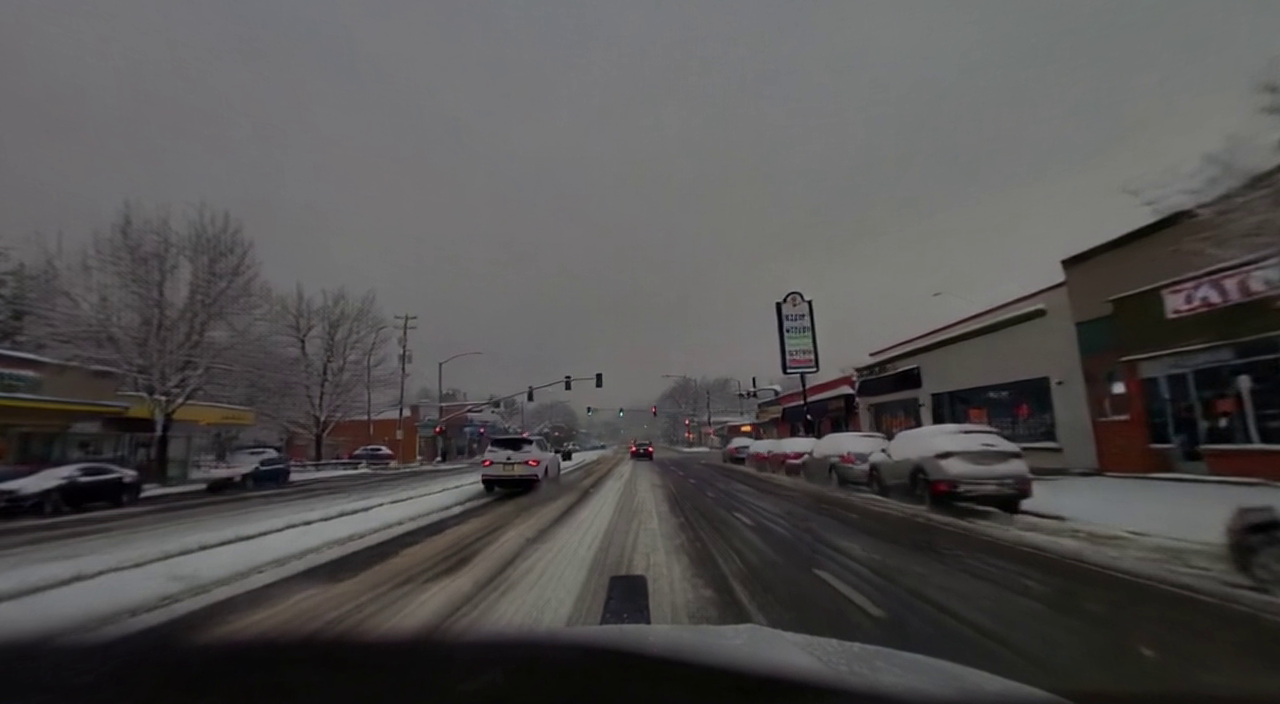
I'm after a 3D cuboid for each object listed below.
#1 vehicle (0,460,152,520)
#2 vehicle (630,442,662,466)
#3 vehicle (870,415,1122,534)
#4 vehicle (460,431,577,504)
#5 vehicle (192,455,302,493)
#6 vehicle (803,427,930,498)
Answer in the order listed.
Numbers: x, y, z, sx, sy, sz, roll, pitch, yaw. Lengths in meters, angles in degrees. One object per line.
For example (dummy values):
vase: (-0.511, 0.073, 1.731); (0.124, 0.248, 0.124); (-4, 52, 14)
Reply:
vehicle: (-17.270, 3.974, 18.657); (2.046, 1.458, 4.539); (0, -9, -1)
vehicle: (0.386, 6.905, 42.869); (2.037, 1.484, 4.073); (0, -9, 0)
vehicle: (6.607, 2.340, 12.668); (2.005, 1.858, 5.253); (0, -9, 0)
vehicle: (-3.003, 2.982, 16.716); (2.049, 1.646, 4.445); (-1, -9, 2)
vehicle: (-17.263, 5.356, 27.999); (1.894, 1.458, 4.565); (0, -9, 1)
vehicle: (6.556, 3.257, 18.951); (1.985, 1.835, 4.936); (0, -9, 0)
